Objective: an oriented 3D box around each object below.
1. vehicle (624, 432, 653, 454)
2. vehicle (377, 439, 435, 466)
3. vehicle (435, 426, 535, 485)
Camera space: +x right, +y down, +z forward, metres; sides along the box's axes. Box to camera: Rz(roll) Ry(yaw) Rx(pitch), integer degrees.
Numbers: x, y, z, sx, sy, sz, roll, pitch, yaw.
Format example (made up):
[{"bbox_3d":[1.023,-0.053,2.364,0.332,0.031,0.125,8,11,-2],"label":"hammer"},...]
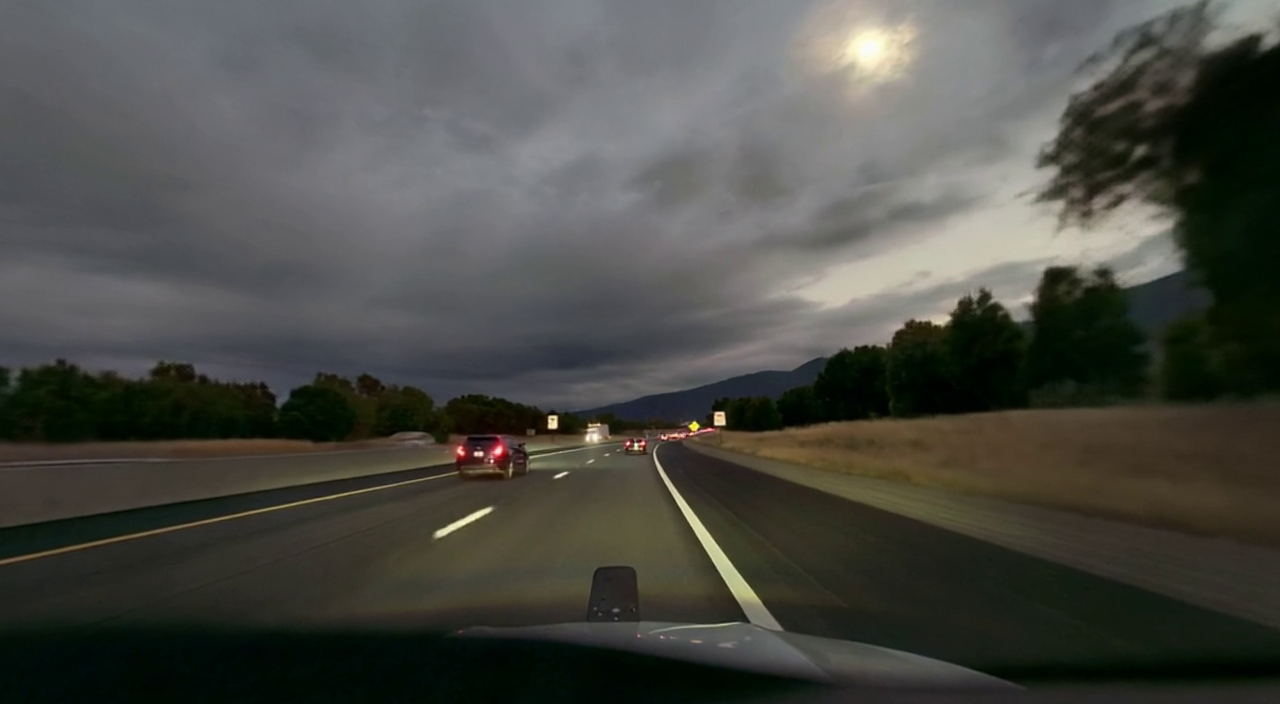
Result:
[{"bbox_3d":[-0.108,7.029,48.553,2.146,1.636,4.026,0,-8,-1],"label":"vehicle"},{"bbox_3d":[-13.415,5.756,36.364,1.843,1.442,3.840,-1,-8,1],"label":"vehicle"},{"bbox_3d":[-4.795,3.264,20.206,2.075,1.653,4.317,0,-8,0],"label":"vehicle"}]
